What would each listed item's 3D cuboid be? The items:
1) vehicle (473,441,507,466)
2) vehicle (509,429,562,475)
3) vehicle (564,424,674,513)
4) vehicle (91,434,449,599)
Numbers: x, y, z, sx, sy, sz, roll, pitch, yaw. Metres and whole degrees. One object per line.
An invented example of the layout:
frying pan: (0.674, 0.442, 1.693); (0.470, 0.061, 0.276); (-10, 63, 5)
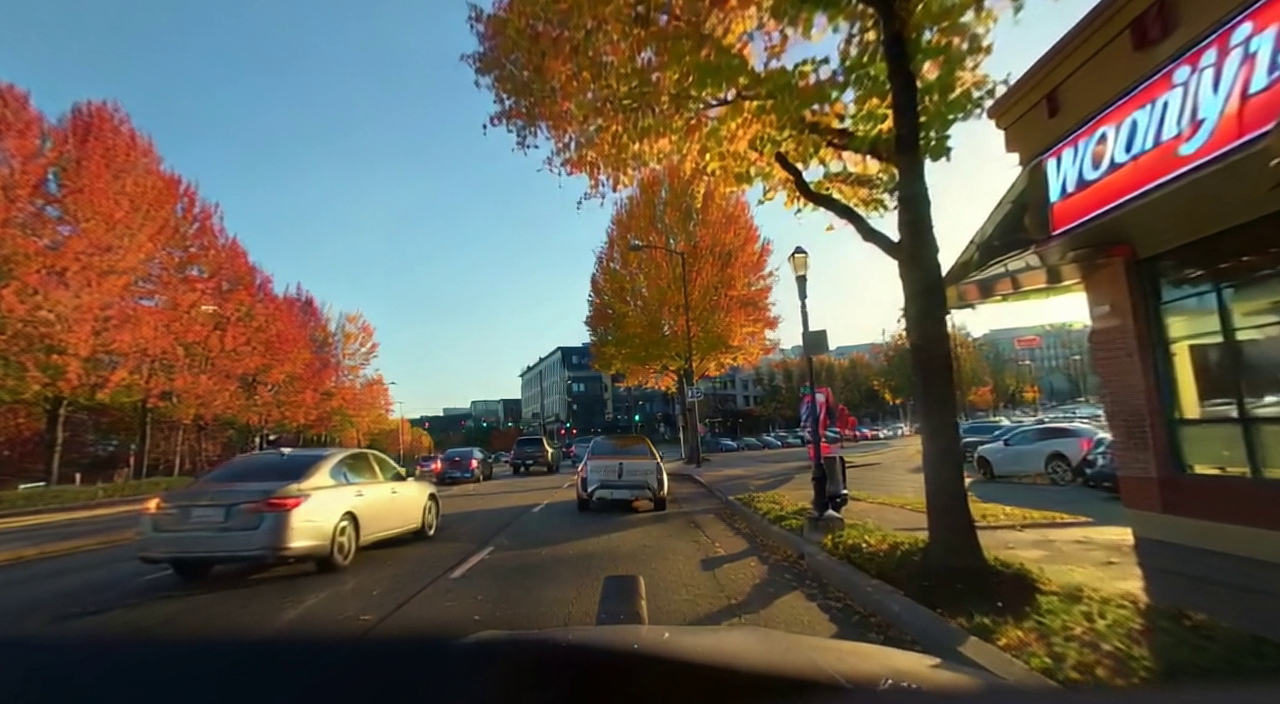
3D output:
vehicle: (-11.082, 7.522, 46.778); (2.069, 1.719, 4.441); (2, -9, -9)
vehicle: (-5.011, 4.880, 30.819); (2.082, 2.018, 4.308); (1, -9, -4)
vehicle: (-0.484, 2.589, 14.367); (2.144, 1.704, 4.028); (1, -9, -2)
vehicle: (-4.274, 1.942, 8.425); (1.974, 1.549, 4.603); (1, -9, 0)
